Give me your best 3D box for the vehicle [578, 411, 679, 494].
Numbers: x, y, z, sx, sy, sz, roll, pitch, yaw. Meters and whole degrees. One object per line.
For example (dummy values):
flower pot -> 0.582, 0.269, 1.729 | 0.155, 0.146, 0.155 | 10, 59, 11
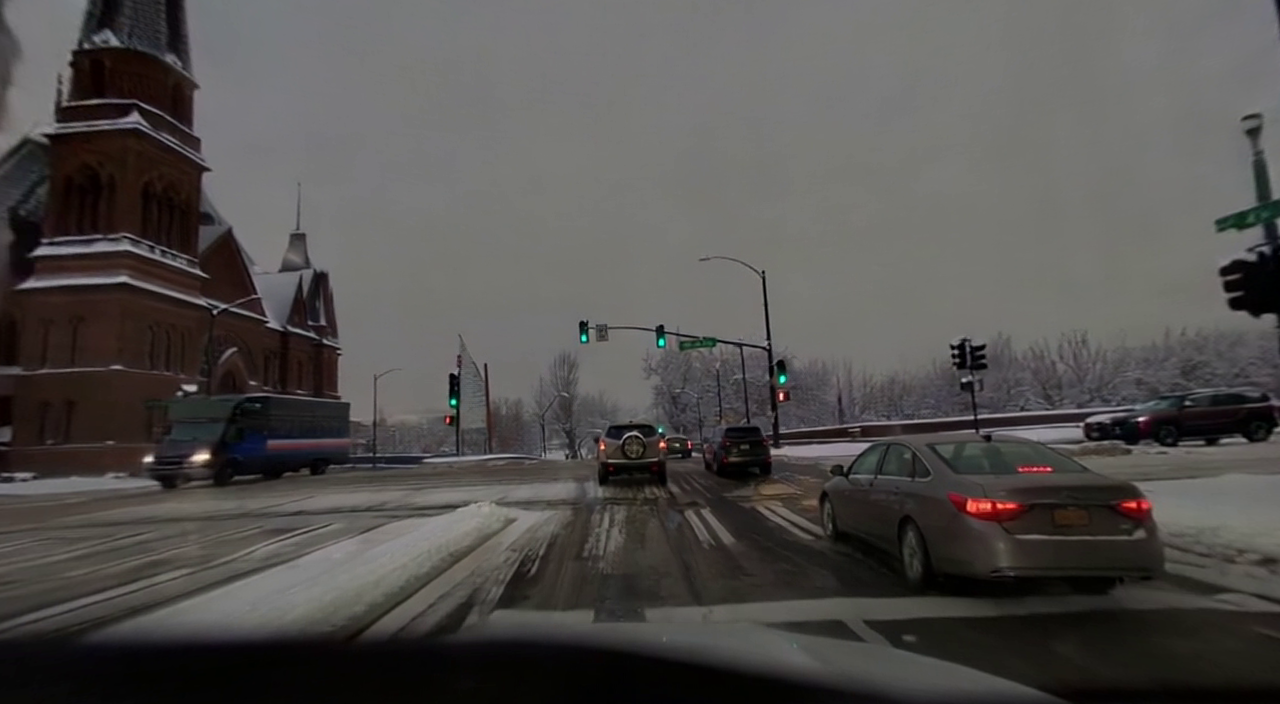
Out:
vehicle -> -0.389, 2.470, 15.763 | 2.168, 1.776, 4.135 | 0, -8, -4

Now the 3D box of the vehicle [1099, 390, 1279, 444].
vehicle -> 17.309, 2.074, 19.794 | 4.255, 1.590, 1.999 | 0, -8, -1

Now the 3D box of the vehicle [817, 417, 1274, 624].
vehicle -> 3.577, 1.543, 6.857 | 1.883, 1.472, 4.471 | 0, -8, -2

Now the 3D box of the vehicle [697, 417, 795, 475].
vehicle -> 2.933, 2.745, 18.489 | 1.890, 1.491, 4.166 | 0, -8, -4

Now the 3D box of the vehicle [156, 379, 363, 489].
vehicle -> -15.011, 3.442, 26.160 | 3.126, 3.773, 8.662 | 0, -8, 0
